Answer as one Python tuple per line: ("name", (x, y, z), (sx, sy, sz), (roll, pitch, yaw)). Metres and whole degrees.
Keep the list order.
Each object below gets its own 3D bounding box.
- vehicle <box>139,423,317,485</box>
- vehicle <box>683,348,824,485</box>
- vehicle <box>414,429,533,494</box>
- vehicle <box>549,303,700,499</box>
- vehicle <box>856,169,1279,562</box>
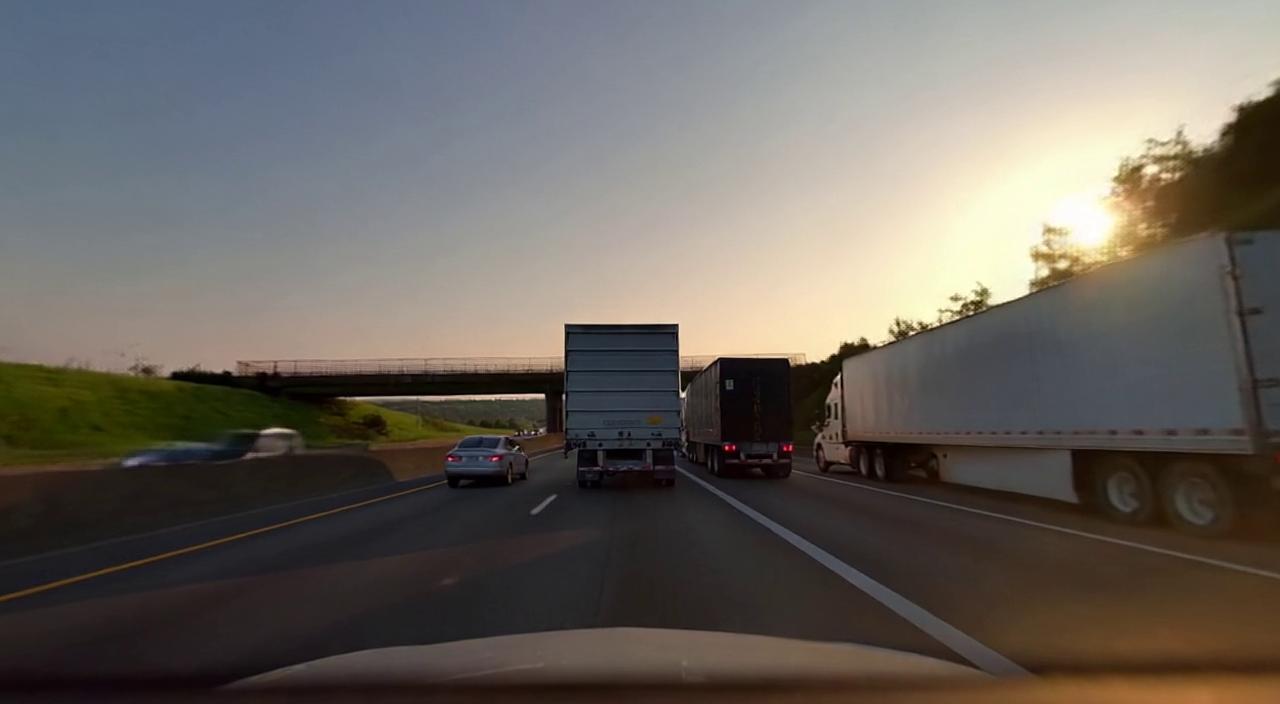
("vehicle", (-11.683, 2.922, 18.385), (2.065, 1.564, 4.640), (0, -8, 0))
("vehicle", (3.614, 2.585, 23.700), (2.817, 3.886, 11.491), (0, -8, -2))
("vehicle", (-4.116, 2.751, 16.259), (2.049, 1.483, 3.786), (0, -8, 0))
("vehicle", (-0.510, 1.700, 18.439), (3.090, 4.065, 10.702), (0, -8, -2))
("vehicle", (8.165, 0.928, 12.420), (3.000, 4.114, 13.063), (0, -8, -1))
